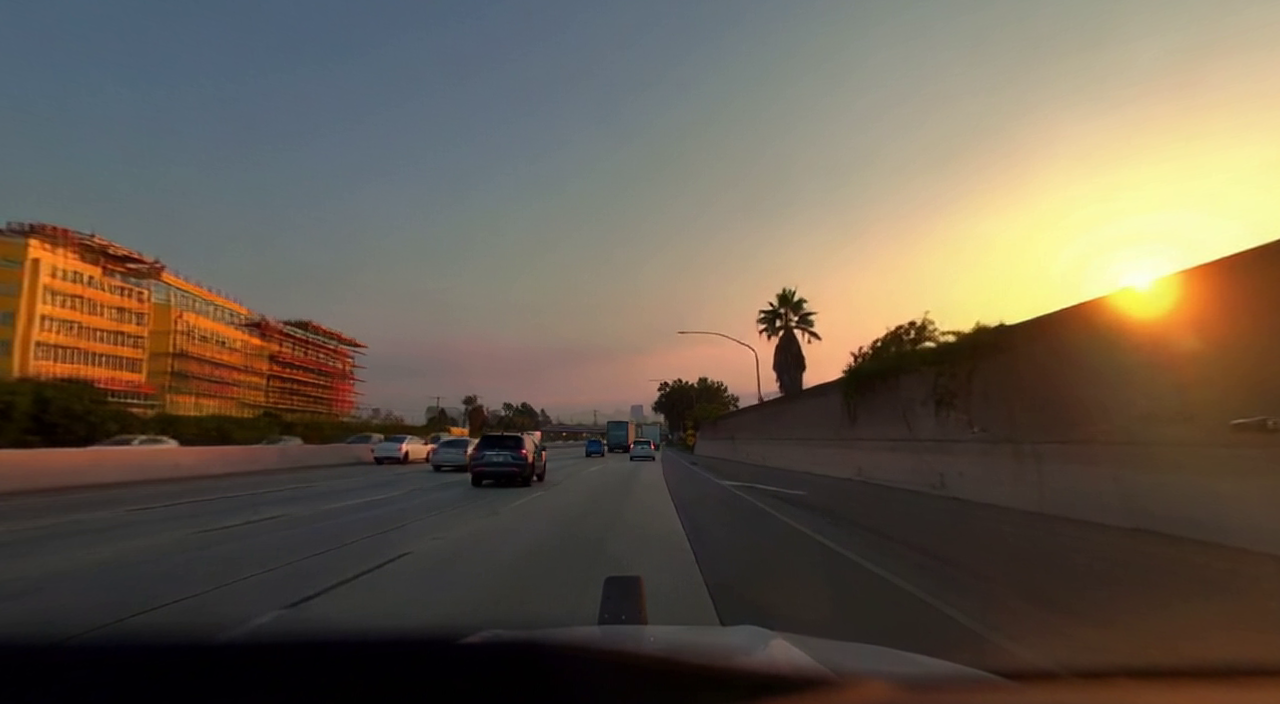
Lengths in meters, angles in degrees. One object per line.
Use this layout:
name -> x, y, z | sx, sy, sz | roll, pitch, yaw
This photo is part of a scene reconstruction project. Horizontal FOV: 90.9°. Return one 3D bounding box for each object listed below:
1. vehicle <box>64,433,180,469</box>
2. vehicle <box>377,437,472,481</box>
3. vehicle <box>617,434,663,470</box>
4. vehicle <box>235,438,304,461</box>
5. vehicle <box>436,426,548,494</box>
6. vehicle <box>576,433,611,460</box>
vehicle -> -25.982, 4.972, 31.891 | 1.796, 1.659, 4.575 | -1, -8, 3
vehicle -> -7.955, 3.988, 23.746 | 1.949, 1.476, 4.410 | 0, -8, 1
vehicle -> 0.048, 5.025, 31.770 | 2.136, 1.678, 4.052 | -1, -8, 1
vehicle -> -25.042, 6.622, 42.855 | 1.821, 1.458, 4.476 | -1, -8, 2
vehicle -> -4.197, 3.155, 18.777 | 2.108, 1.740, 4.549 | -1, -8, 1
vehicle -> -3.564, 7.323, 48.966 | 2.203, 1.958, 4.848 | -1, -8, 2
